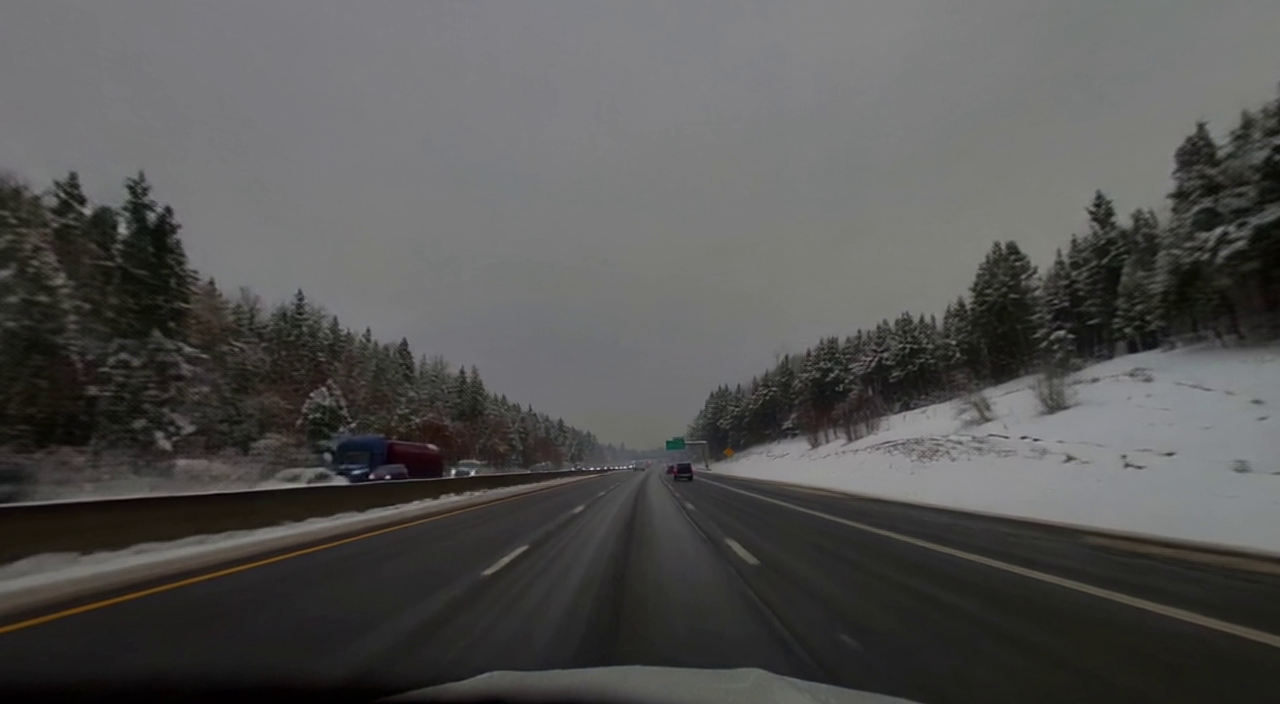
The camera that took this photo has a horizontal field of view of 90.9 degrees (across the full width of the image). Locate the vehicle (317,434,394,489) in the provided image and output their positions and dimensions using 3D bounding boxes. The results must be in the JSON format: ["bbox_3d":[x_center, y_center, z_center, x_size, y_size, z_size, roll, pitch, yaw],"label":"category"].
[{"bbox_3d":[-21.540,8.357,48.047,2.867,3.883,5.784,1,-10,1],"label":"vehicle"}]

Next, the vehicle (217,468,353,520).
[{"bbox_3d":[-10.889,4.369,19.715,1.902,1.395,4.007,1,-10,0],"label":"vehicle"}]
